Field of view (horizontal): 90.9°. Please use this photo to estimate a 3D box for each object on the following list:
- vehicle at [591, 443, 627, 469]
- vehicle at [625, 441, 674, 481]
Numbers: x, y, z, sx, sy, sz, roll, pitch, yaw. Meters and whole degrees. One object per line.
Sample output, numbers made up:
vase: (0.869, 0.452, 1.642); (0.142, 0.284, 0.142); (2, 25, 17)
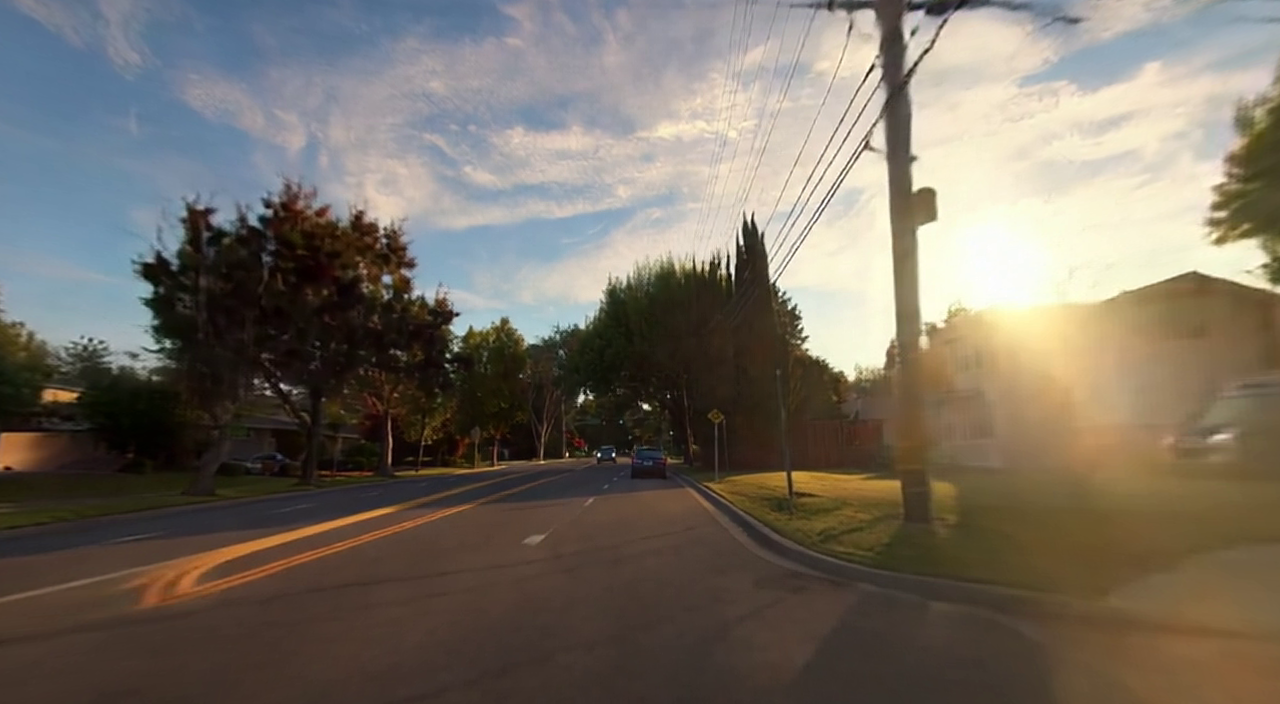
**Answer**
vehicle: (-2.135, 7.323, 44.518); (2.157, 1.765, 4.303); (0, -9, 2)
vehicle: (0.428, 5.082, 29.642); (2.120, 1.718, 3.909); (0, -9, 0)
